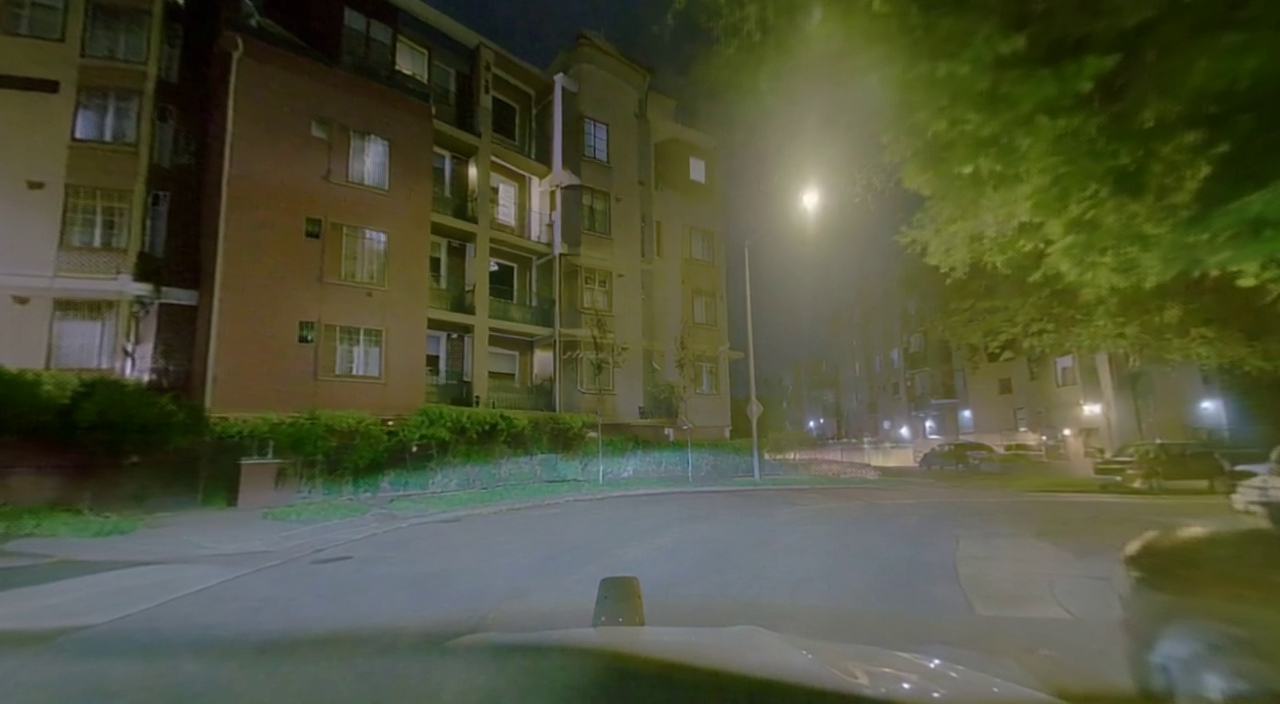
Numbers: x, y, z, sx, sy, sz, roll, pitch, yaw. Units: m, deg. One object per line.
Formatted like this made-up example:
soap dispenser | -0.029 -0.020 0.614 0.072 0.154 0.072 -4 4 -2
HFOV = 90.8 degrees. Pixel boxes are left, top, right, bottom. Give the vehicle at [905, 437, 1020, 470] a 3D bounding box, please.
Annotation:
vehicle | 15.170 4.776 29.775 4.714 1.458 1.812 2 -9 -15

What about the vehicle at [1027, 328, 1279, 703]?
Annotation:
vehicle | 3.006 0.647 0.942 2.020 1.734 4.402 0 -9 0
